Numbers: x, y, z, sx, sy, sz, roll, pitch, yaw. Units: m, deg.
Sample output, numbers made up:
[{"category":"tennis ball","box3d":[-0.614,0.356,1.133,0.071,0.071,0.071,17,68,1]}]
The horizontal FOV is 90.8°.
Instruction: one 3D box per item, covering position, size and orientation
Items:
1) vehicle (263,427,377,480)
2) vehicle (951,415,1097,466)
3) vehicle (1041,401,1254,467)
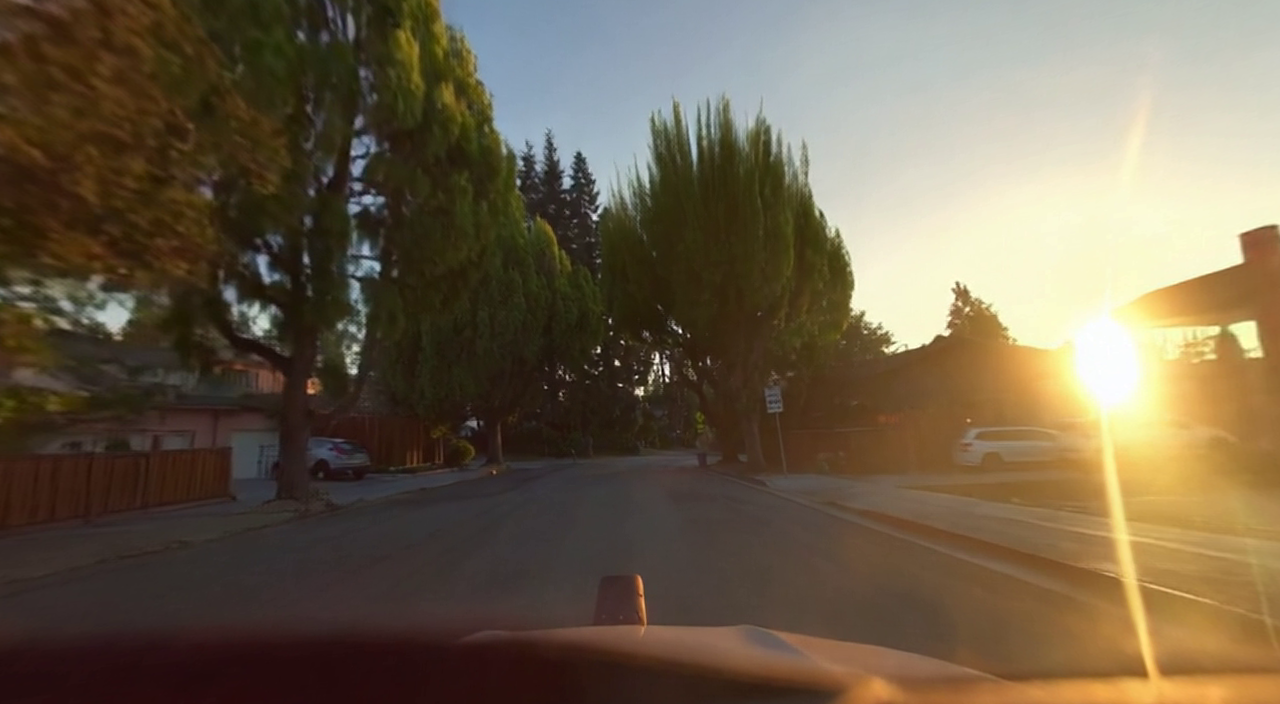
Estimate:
[{"category":"vehicle","box3d":[-12.521,3.929,24.627,4.656,1.835,2.039,-6,-11,37]},{"category":"vehicle","box3d":[13.089,3.066,21.806,3.780,1.601,2.025,-2,-9,13]},{"category":"vehicle","box3d":[14.391,2.390,18.266,4.261,1.725,1.955,-3,-9,19]}]
